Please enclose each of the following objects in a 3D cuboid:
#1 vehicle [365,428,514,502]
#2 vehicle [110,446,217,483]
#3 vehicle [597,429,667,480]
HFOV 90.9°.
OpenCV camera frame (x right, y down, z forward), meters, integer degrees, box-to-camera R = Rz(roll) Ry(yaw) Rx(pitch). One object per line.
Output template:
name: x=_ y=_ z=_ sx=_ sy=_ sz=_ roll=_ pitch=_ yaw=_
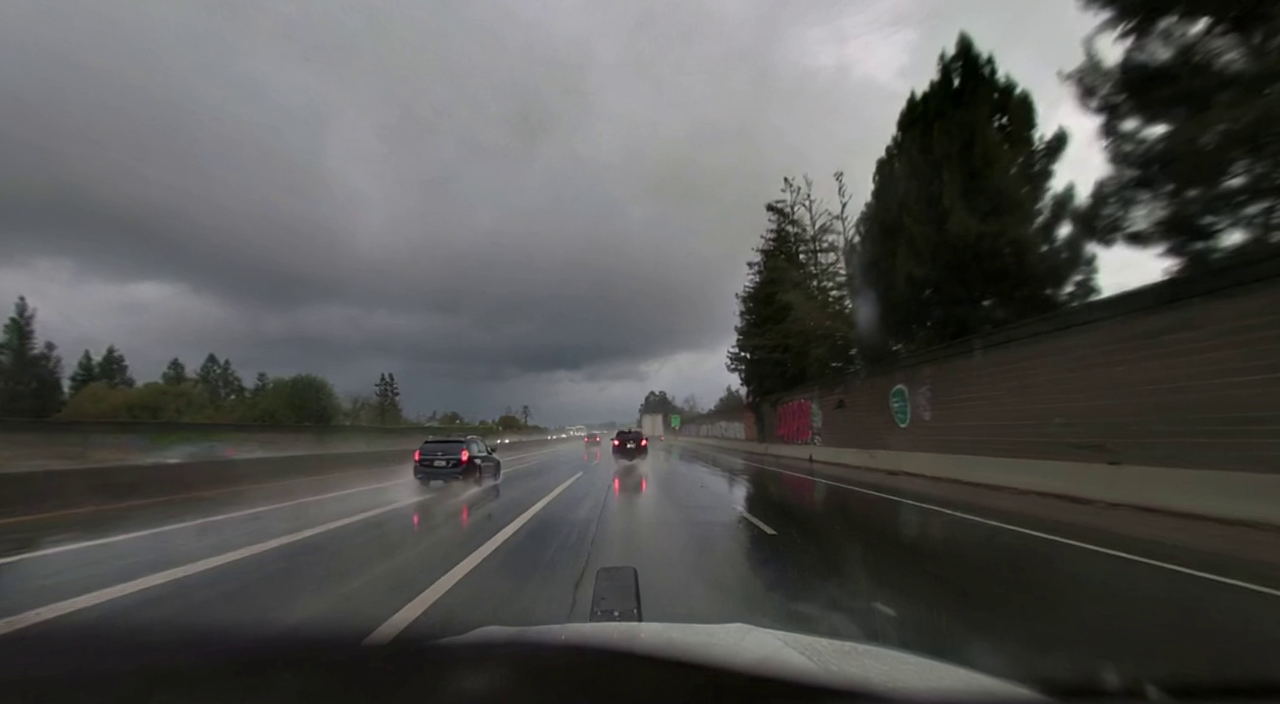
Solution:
vehicle: x=-4.418 y=2.534 z=14.726 sx=2.022 sy=1.440 sz=4.491 roll=0 pitch=-8 yaw=0
vehicle: x=-20.771 y=4.895 z=27.659 sx=1.852 sy=1.443 sz=3.678 roll=0 pitch=-8 yaw=-1
vehicle: x=-0.287 y=3.232 z=20.238 sx=2.044 sy=1.477 sz=3.693 roll=0 pitch=-8 yaw=-2
